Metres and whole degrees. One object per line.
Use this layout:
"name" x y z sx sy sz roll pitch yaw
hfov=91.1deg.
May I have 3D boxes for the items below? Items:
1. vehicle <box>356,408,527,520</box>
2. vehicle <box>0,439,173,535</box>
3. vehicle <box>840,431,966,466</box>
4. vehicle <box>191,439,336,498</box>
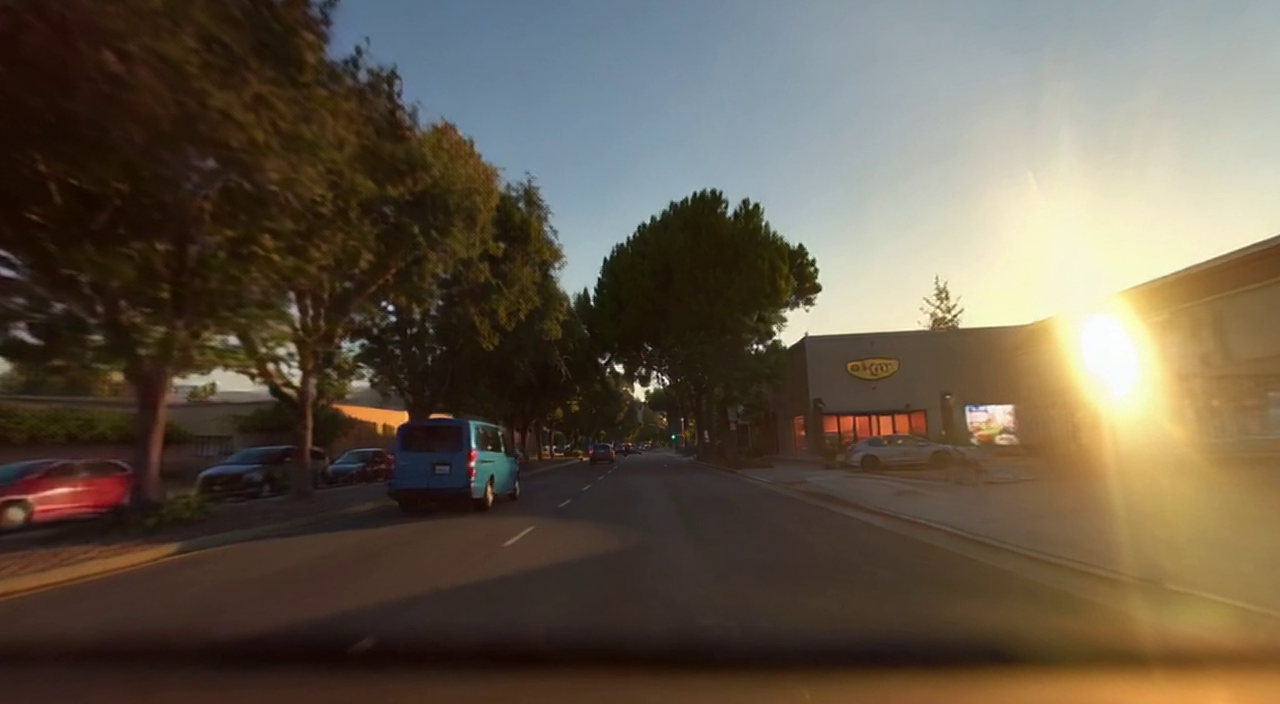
"vehicle" -3.985 2.350 13.729 2.152 1.987 4.952 0 -8 -1
"vehicle" -12.150 2.574 12.465 2.024 1.656 4.837 0 -8 0
"vehicle" 11.360 4.198 27.395 4.607 1.471 1.982 0 -8 1
"vehicle" -11.759 3.618 20.007 2.044 1.649 4.211 0 -8 -1
